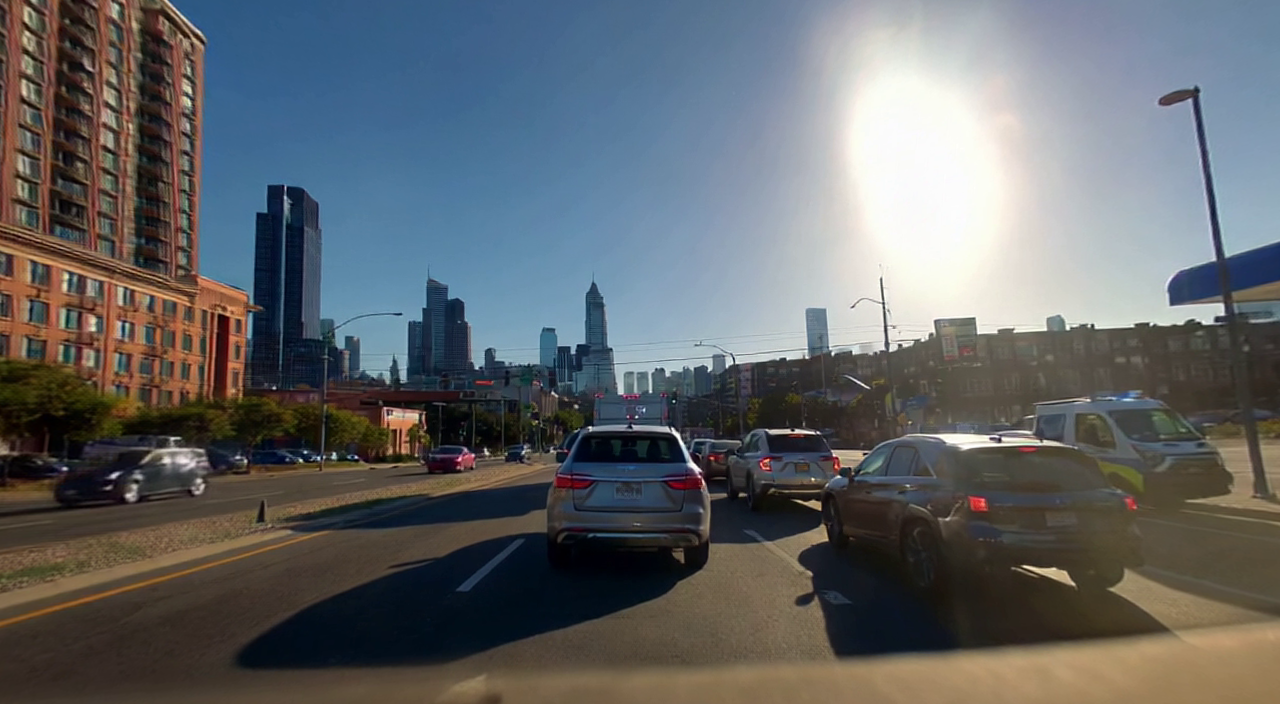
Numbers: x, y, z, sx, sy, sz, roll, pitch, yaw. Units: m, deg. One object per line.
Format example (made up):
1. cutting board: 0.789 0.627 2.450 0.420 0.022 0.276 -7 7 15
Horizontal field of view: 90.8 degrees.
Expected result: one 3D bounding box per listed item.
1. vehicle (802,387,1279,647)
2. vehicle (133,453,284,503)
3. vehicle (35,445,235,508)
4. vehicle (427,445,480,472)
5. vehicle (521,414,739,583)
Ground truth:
1. vehicle: 3.366 1.412 6.471 2.056 1.700 4.399 0 -9 -3
2. vehicle: -14.782 4.300 22.039 2.011 1.465 4.528 -1 -9 1
3. vehicle: -17.843 4.371 22.921 2.325 1.938 5.913 0 -9 0
4. vehicle: -11.410 6.508 38.925 1.955 1.546 4.232 -1 -9 1
5. vehicle: -0.140 1.695 8.040 2.106 1.613 3.697 0 -9 -1
